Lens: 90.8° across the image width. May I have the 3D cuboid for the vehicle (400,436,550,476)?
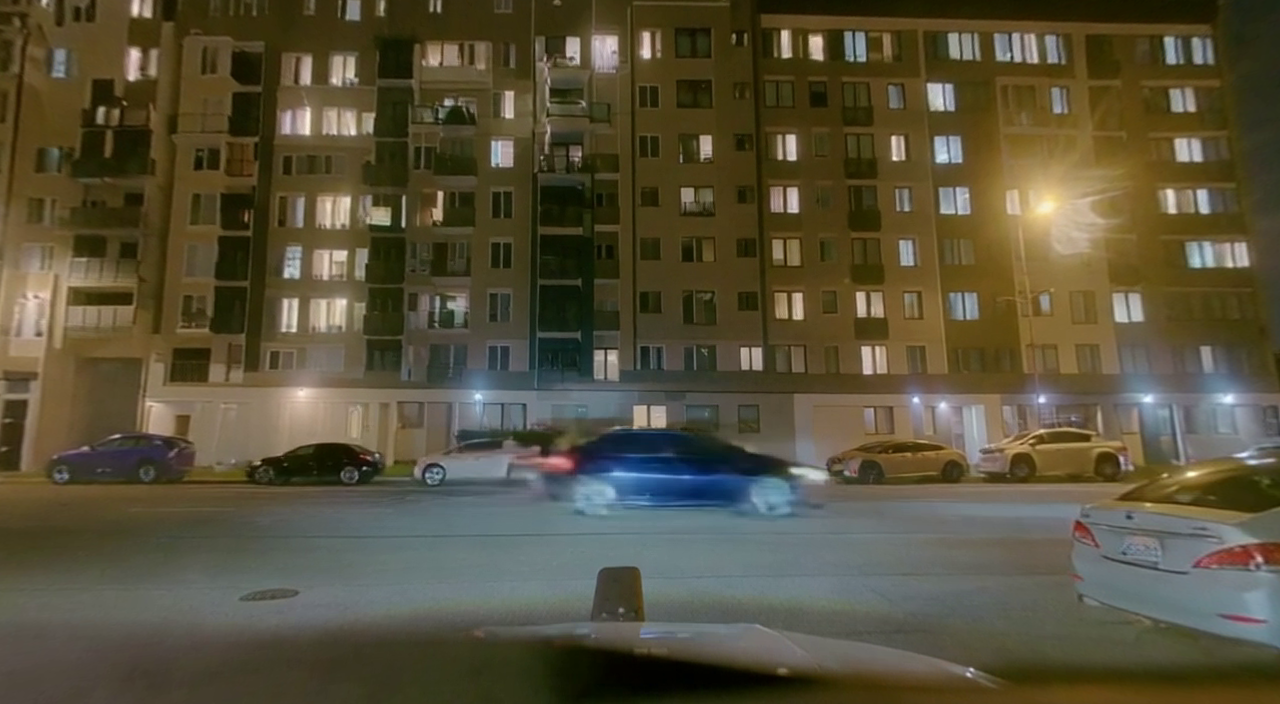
[{"bbox_3d":[-5.765,3.725,22.563,4.851,1.339,1.785,0,-10,-2],"label":"vehicle"}]

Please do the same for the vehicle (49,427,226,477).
[{"bbox_3d":[-17.495,3.512,22.202,4.426,1.641,1.889,1,-9,-5],"label":"vehicle"}]

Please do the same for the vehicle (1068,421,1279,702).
[{"bbox_3d":[5.900,1.229,4.173,4.714,1.471,1.978,0,-4,1],"label":"vehicle"}]

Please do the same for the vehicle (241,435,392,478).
[{"bbox_3d":[-11.383,3.713,22.461,4.336,1.438,1.776,1,-8,-3],"label":"vehicle"}]

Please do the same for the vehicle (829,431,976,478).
[{"bbox_3d":[9.451,3.690,22.948,4.521,1.411,1.726,-2,-7,-4],"label":"vehicle"}]

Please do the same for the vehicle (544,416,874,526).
[{"bbox_3d":[0.960,1.825,9.939,4.609,1.508,2.039,0,-9,-1],"label":"vehicle"}]

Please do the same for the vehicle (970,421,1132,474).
[{"bbox_3d":[15.058,3.517,23.337,4.544,1.780,1.966,-1,-9,-1],"label":"vehicle"}]
